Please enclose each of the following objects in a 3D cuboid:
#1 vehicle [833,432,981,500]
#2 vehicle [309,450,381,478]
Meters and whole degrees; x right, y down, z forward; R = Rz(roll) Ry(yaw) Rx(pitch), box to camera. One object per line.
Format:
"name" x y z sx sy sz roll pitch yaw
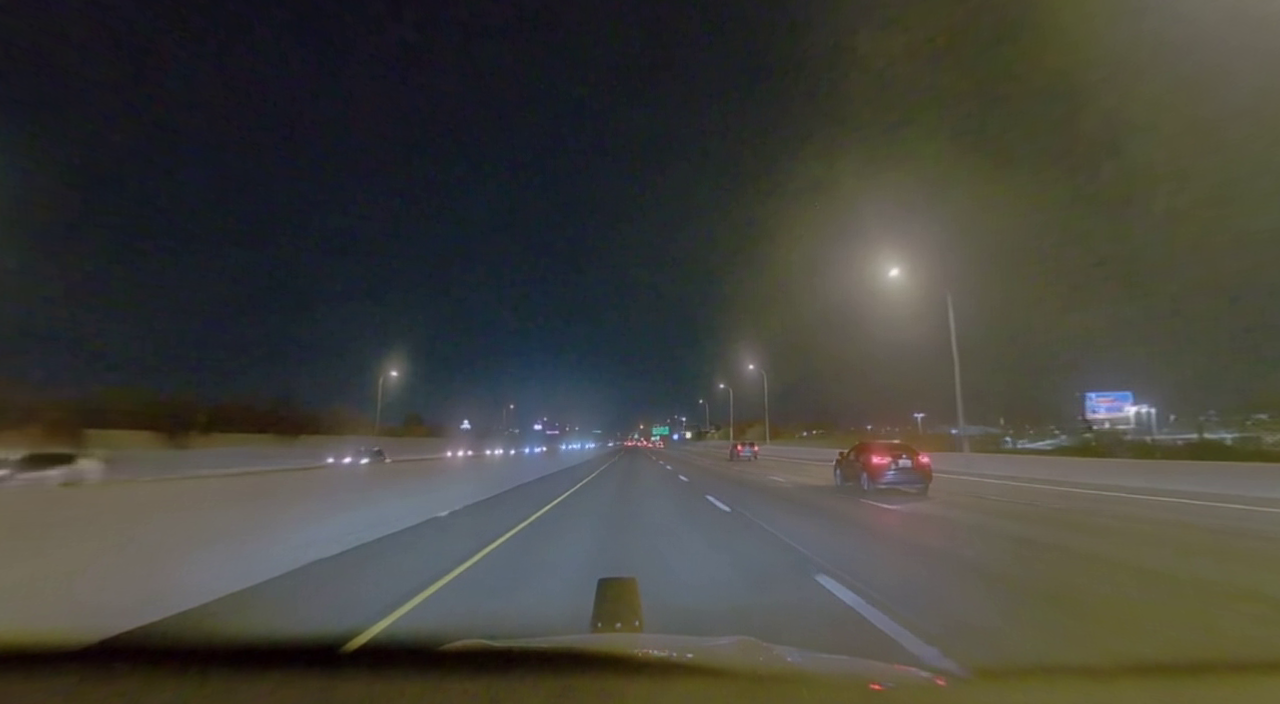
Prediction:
"vehicle" 6.952 3.017 17.139 1.901 1.548 4.684 0 -8 -1
"vehicle" -17.108 6.481 36.915 1.916 1.497 4.761 0 -8 0
